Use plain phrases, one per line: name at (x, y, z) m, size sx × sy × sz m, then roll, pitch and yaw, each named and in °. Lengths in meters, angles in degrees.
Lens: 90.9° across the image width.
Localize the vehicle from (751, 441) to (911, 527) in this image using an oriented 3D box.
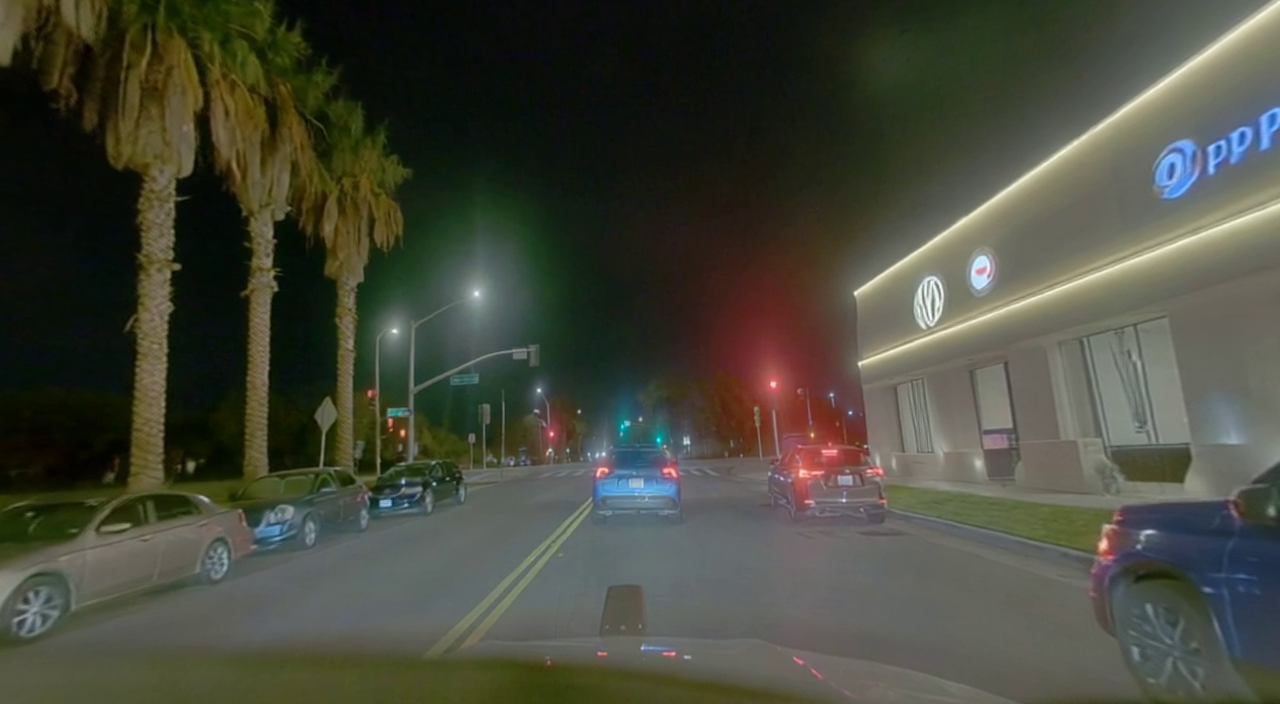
vehicle at (3.598, 2.554, 12.835) m, size 1.821 × 1.417 × 4.454 m, roll 0°, pitch -9°, yaw 0°

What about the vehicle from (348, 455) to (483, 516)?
vehicle at (-6.325, 3.783, 18.457) m, size 2.105 × 1.469 × 4.693 m, roll 0°, pitch -9°, yaw 2°

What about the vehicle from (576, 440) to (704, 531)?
vehicle at (-0.007, 2.463, 12.243) m, size 2.060 × 1.452 × 4.078 m, roll 0°, pitch -9°, yaw 0°

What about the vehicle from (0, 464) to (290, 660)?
vehicle at (-6.149, 2.057, 7.034) m, size 1.850 × 1.482 × 4.454 m, roll 0°, pitch -9°, yaw 1°

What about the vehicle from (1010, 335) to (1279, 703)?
vehicle at (3.622, 0.720, 1.775) m, size 2.099 × 1.786 × 5.198 m, roll 0°, pitch -9°, yaw 2°
